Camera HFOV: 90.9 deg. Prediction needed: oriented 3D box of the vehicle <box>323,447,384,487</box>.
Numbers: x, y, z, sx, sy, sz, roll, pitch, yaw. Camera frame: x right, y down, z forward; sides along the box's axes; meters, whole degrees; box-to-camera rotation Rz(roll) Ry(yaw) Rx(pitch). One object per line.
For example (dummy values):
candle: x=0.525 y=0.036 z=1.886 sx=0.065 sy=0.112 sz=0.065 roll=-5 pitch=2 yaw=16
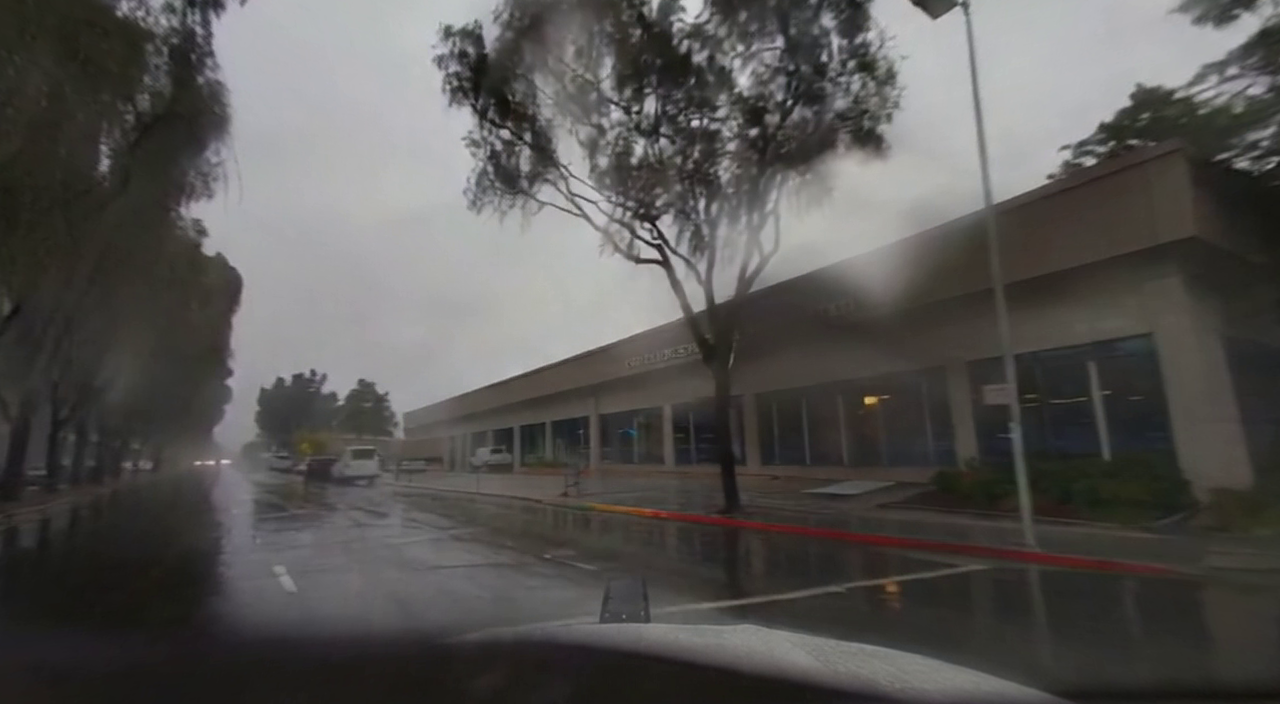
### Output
vehicle: x=-19.801 y=7.838 z=43.340 sx=2.596 sy=2.509 sz=6.178 roll=6 pitch=-12 yaw=-34
